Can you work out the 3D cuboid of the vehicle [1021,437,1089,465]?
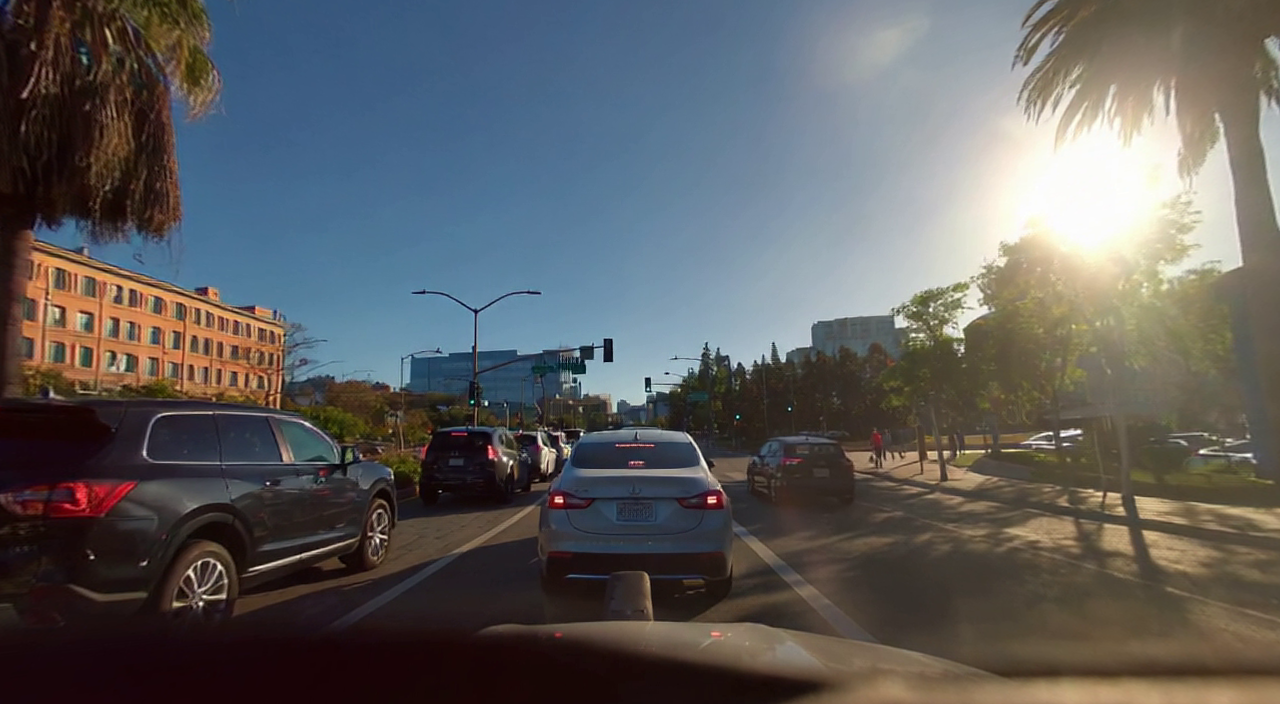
[{"bbox_3d":[26.045,6.247,39.705,1.882,1.672,3.957,-1,-9,7],"label":"vehicle"}]

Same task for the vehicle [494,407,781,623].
[{"bbox_3d":[-0.046,1.521,6.866,2.114,1.585,4.285,0,-8,-1],"label":"vehicle"}]

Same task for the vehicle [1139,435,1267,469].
[{"bbox_3d":[25.464,4.533,28.644,3.914,1.427,1.779,-2,-8,5],"label":"vehicle"}]

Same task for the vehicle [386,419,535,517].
[{"bbox_3d":[-3.476,2.325,13.080,1.840,1.684,4.041,0,-8,1],"label":"vehicle"}]

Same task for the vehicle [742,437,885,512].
[{"bbox_3d":[3.825,2.786,14.875,1.982,1.480,4.572,0,-8,-1],"label":"vehicle"}]

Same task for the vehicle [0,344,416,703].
[{"bbox_3d":[-3.536,1.144,5.019,1.914,1.741,4.398,0,-8,-1],"label":"vehicle"}]
